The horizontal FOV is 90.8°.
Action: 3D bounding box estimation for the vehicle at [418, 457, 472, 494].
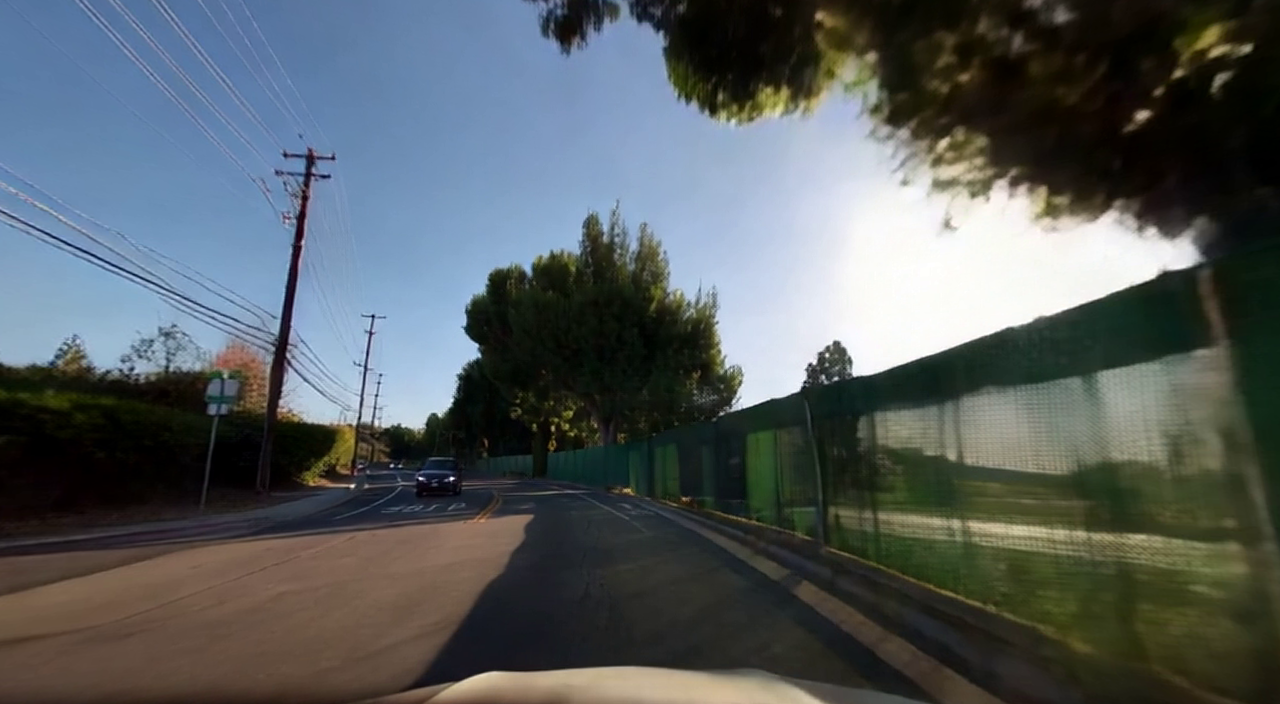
[{"bbox_3d":[-8.709,5.529,28.605,2.034,1.479,4.521,2,-9,-14],"label":"vehicle"}]
